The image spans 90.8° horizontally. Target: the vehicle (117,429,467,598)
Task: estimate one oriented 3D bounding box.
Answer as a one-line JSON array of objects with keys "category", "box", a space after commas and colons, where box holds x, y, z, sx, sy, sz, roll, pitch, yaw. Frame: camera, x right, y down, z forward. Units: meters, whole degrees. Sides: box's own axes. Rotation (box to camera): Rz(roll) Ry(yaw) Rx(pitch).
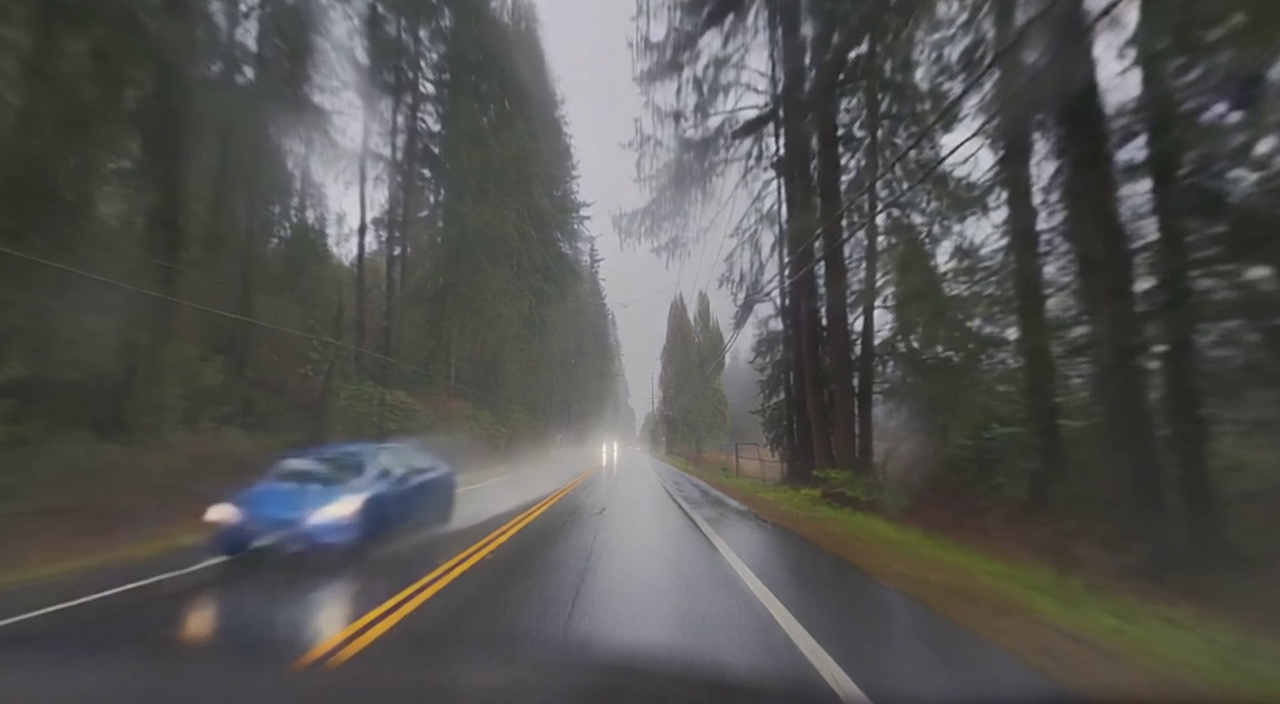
[{"category": "vehicle", "box": [-3.818, 1.818, 8.025, 2.030, 1.552, 4.188, 0, -9, 0]}]
